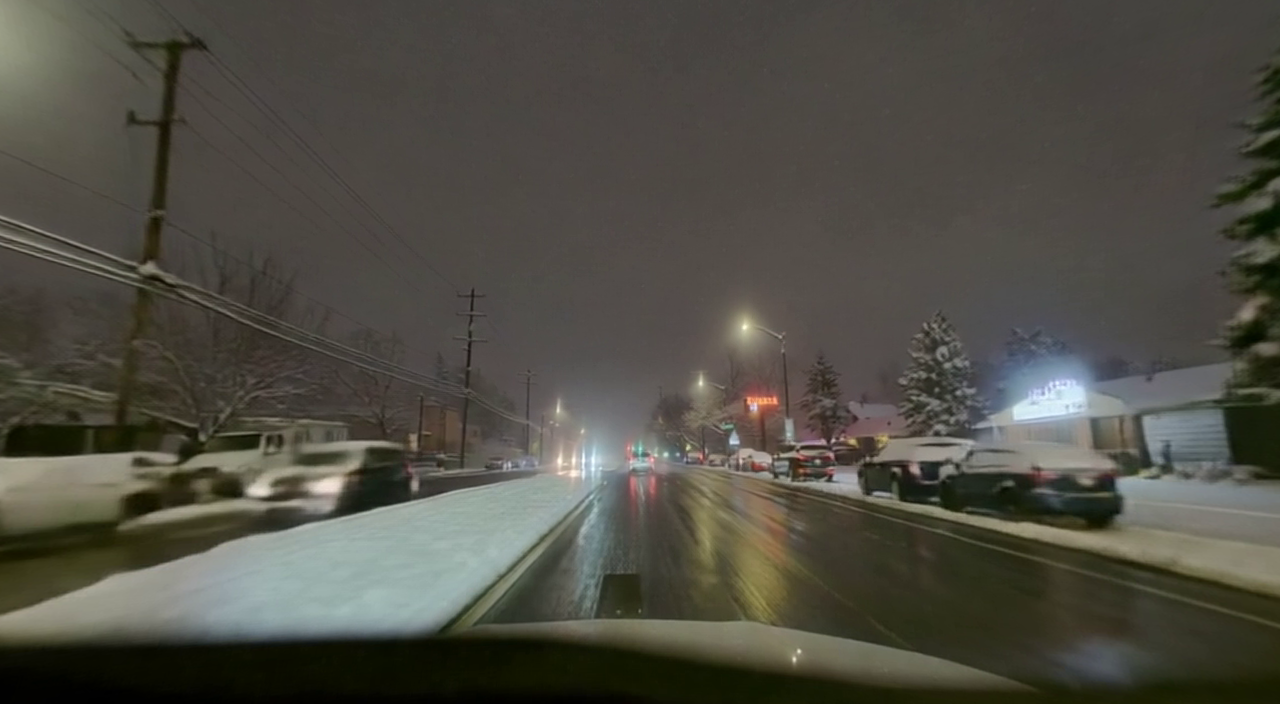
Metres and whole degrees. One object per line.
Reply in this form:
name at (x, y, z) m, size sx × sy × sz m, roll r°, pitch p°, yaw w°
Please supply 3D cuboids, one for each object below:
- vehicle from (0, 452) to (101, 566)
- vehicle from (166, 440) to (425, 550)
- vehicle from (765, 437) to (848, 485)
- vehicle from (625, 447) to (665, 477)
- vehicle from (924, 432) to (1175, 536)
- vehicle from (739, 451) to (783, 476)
vehicle at (-9.671, 2.013, 7.771) m, size 2.060 × 1.507 × 4.532 m, roll 0°, pitch -9°, yaw 0°
vehicle at (-5.992, 2.501, 11.903) m, size 2.213 × 1.626 × 4.736 m, roll 0°, pitch -9°, yaw 0°
vehicle at (7.671, 5.100, 29.875) m, size 2.370 × 2.022 × 5.918 m, roll 0°, pitch -9°, yaw 1°
vehicle at (0.232, 6.077, 35.265) m, size 2.067 × 1.547 × 4.513 m, roll 0°, pitch -9°, yaw -1°
vehicle at (7.962, 2.580, 13.024) m, size 2.003 × 1.723 × 4.654 m, roll 0°, pitch -9°, yaw -1°
vehicle at (7.773, 7.189, 40.892) m, size 1.833 × 1.475 × 4.648 m, roll 0°, pitch -9°, yaw -1°
